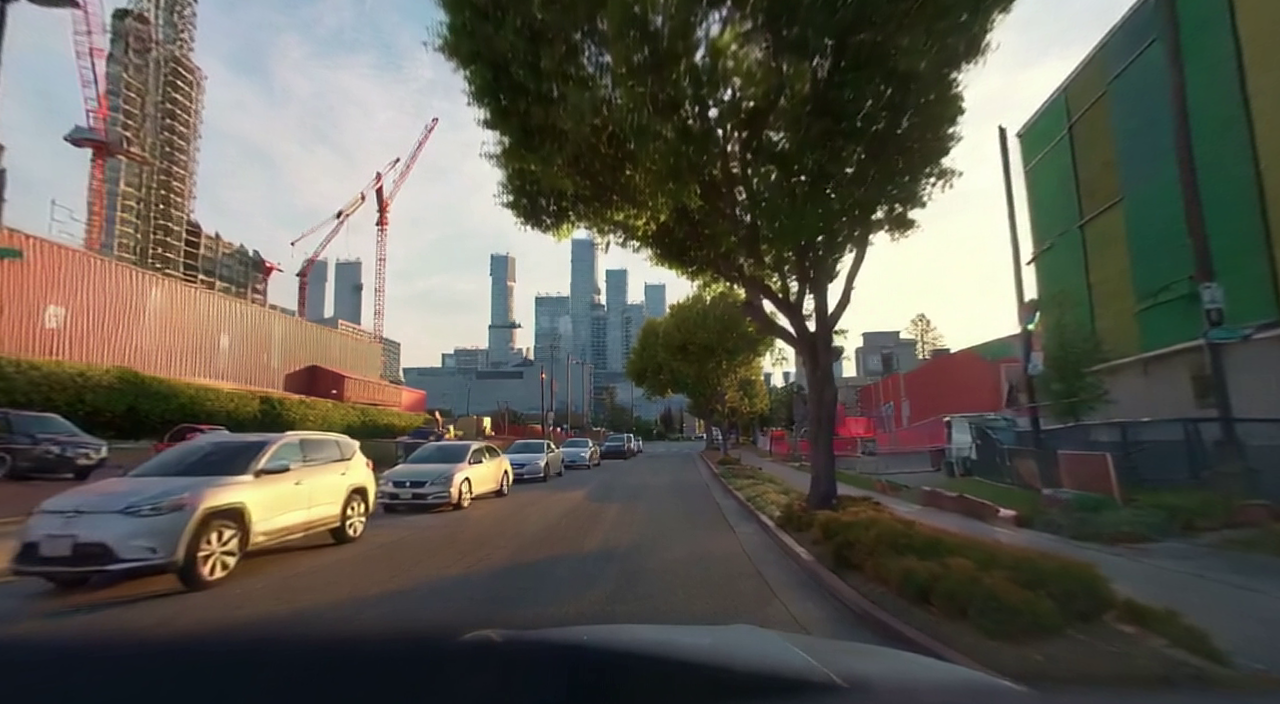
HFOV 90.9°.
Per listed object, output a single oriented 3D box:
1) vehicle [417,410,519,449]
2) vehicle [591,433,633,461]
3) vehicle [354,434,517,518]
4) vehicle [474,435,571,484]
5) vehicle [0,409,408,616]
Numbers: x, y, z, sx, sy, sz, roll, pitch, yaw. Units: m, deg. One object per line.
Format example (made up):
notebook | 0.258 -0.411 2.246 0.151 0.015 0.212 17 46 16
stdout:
vehicle | -11.269 5.103 41.484 6.039 2.449 2.273 -2 -8 10
vehicle | -1.654 5.824 38.937 1.980 1.635 4.153 -1 -8 6
vehicle | -4.012 2.455 13.116 1.806 1.451 3.878 -1 -8 5
vehicle | -3.649 3.419 20.514 1.996 1.411 4.370 -1 -8 5
vehicle | -4.511 1.546 7.122 1.913 1.620 3.982 -1 -8 6
